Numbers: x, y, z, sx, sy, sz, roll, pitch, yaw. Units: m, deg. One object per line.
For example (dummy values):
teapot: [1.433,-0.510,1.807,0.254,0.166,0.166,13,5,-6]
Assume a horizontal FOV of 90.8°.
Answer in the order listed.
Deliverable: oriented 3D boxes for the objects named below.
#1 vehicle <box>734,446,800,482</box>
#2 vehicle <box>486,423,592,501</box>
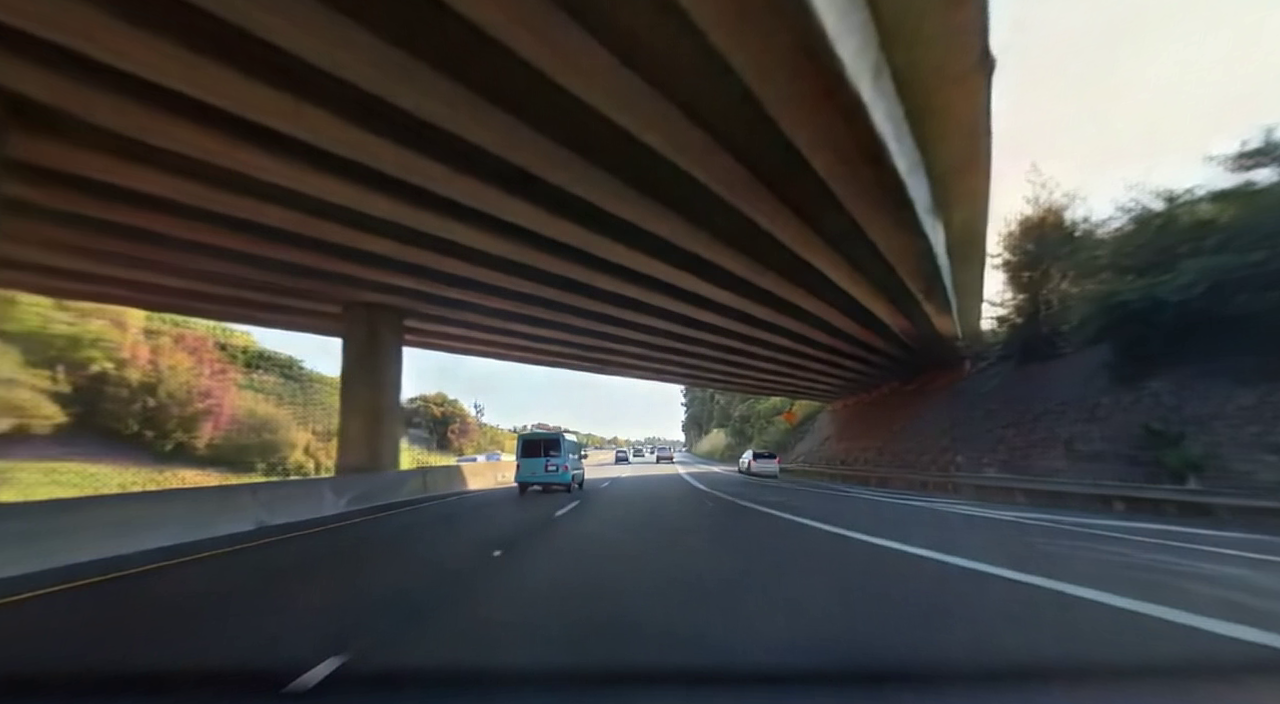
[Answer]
vehicle: [5.815,5.186,29.593,1.972,1.492,4.623,0,-9,-2]
vehicle: [-2.866,3.292,19.315,2.310,2.030,5.094,0,-8,1]
